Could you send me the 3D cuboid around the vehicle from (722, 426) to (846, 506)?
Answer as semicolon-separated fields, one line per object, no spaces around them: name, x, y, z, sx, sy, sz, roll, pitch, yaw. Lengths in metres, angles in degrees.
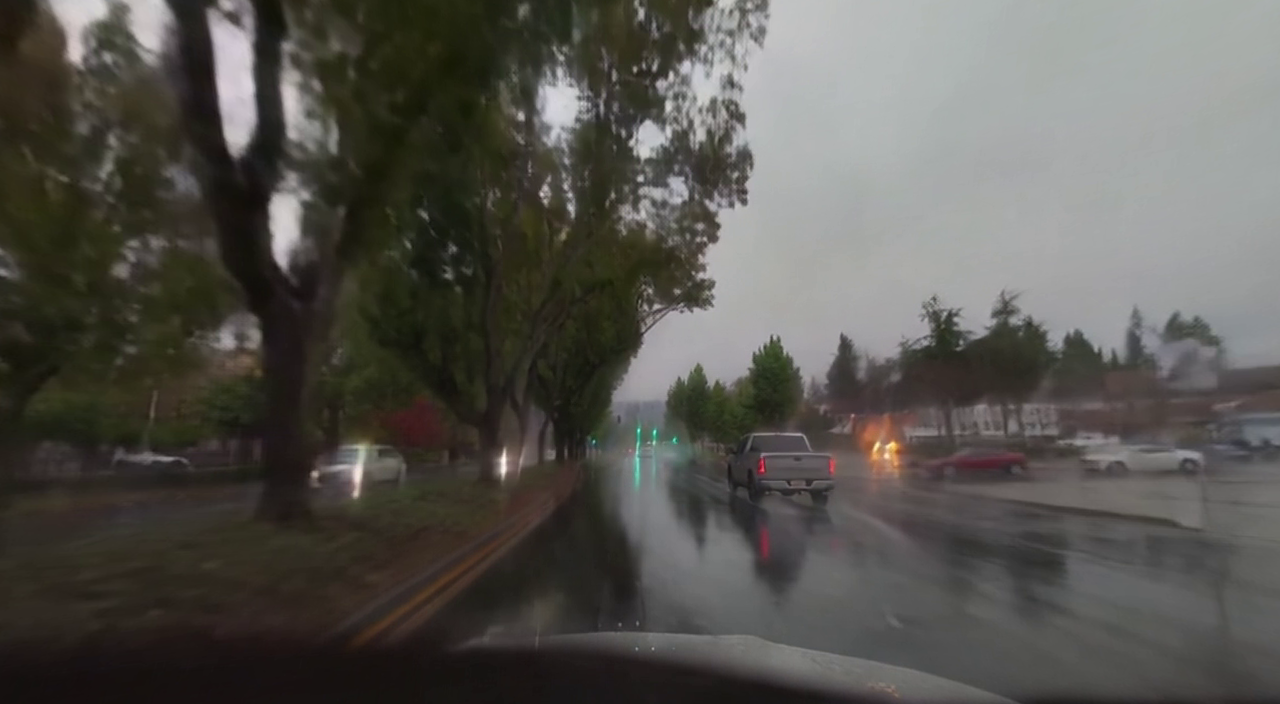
vehicle;3.708;3.035;17.378;2.138;1.836;5.245;0;-8;0

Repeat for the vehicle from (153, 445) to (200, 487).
vehicle;-30.113;7.383;41.088;1.541;2.550;1.957;-3;-8;0

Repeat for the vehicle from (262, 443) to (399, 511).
vehicle;-8.671;3.476;18.163;1.834;1.695;4.129;0;-8;-1

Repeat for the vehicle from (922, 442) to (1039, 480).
vehicle;16.604;5.320;30.956;4.554;1.566;1.925;-3;-8;-1

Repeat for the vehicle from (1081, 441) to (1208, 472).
vehicle;24.845;5.157;31.228;4.648;1.444;1.912;0;-8;-1
